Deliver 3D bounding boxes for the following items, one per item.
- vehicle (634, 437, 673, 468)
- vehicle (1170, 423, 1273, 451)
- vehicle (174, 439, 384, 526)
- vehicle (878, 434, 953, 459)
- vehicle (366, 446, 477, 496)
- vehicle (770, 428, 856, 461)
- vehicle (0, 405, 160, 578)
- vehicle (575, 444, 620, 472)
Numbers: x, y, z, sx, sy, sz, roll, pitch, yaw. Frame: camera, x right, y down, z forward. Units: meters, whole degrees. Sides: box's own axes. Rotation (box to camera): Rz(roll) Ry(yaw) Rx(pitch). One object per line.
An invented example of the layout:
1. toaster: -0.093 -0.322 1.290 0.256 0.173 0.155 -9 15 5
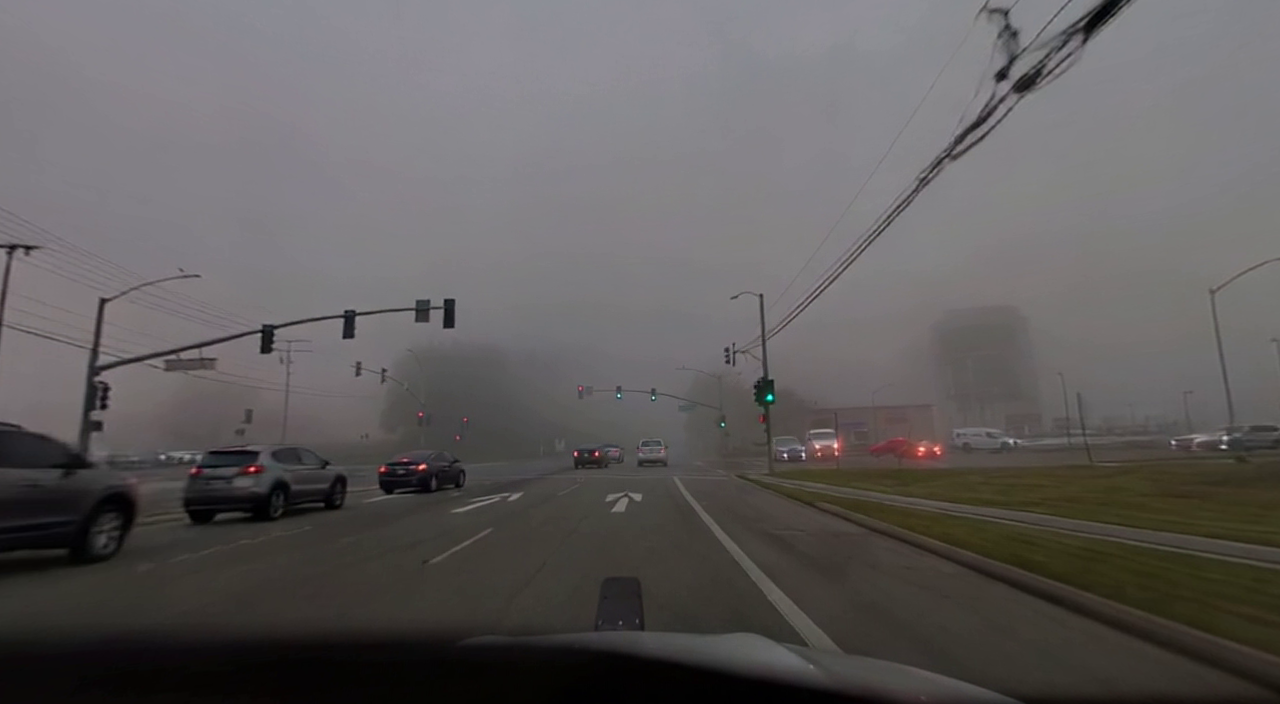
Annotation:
1. vehicle: 0.887 6.409 40.311 2.276 1.850 3.897 -1 -8 4
2. vehicle: 41.310 6.075 44.963 4.988 1.916 2.172 -1 -8 3
3. vehicle: -7.556 2.725 13.858 1.912 1.573 4.299 0 -8 2
4. vehicle: 20.167 6.907 46.336 4.544 1.764 1.985 -1 -8 4
5. vehicle: -7.101 3.892 21.146 1.904 1.449 4.580 0 -8 3
6. vehicle: 12.763 6.892 46.986 5.748 2.332 2.361 -1 -8 3
7. vehicle: -7.482 1.425 6.461 1.860 1.754 4.089 0 -8 0
8. vehicle: -2.351 6.050 36.233 2.064 1.464 4.373 0 -8 3
